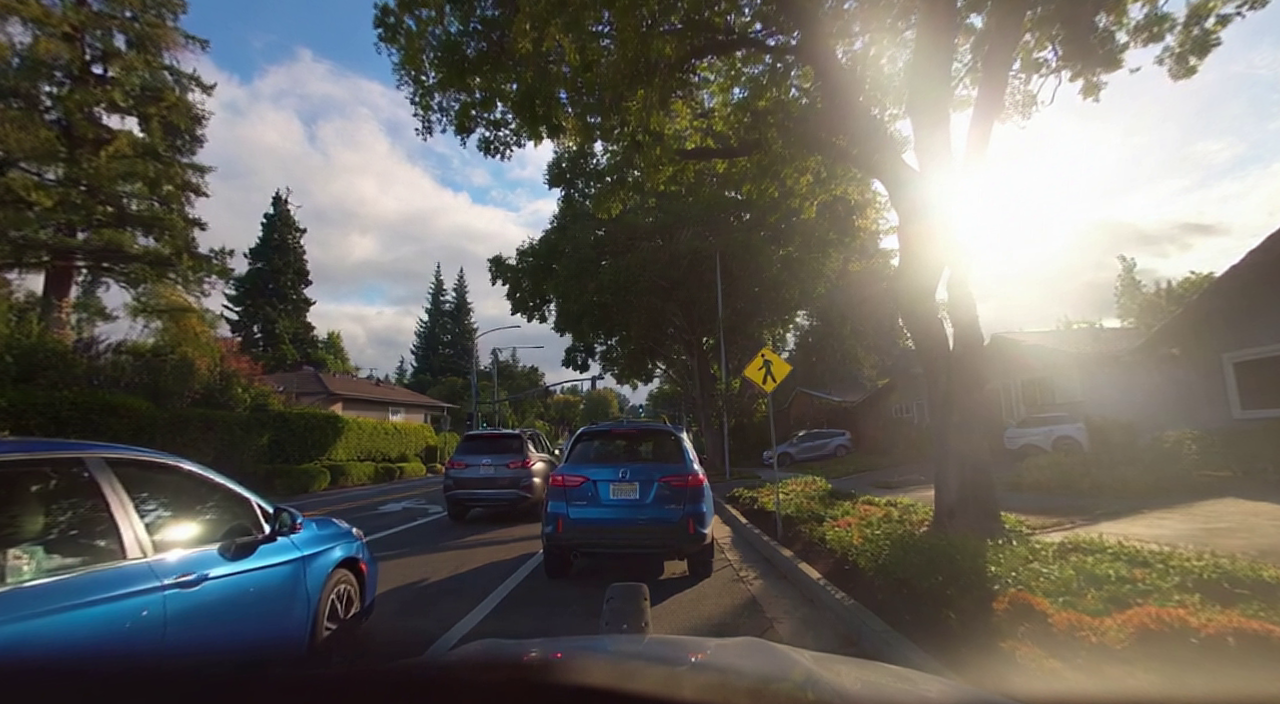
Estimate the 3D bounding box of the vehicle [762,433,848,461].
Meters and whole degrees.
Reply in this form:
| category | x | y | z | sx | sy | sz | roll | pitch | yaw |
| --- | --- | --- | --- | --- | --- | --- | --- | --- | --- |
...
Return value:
| category | x | y | z | sx | sy | sz | roll | pitch | yaw |
| --- | --- | --- | --- | --- | --- | --- | --- | --- | --- |
| vehicle | 9.314 | 5.434 | 35.915 | 4.456 | 1.504 | 1.914 | -1 | -9 | 6 |

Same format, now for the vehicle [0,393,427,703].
| category | x | y | z | sx | sy | sz | roll | pitch | yaw |
| --- | --- | --- | --- | --- | --- | --- | --- | --- | --- |
| vehicle | -2.870 | 1.042 | 3.027 | 1.968 | 1.472 | 4.685 | 0 | -9 | 1 |

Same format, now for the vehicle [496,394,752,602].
| category | x | y | z | sx | sy | sz | roll | pitch | yaw |
| --- | --- | --- | --- | --- | --- | --- | --- | --- | --- |
| vehicle | -0.135 | 1.509 | 7.279 | 2.120 | 1.718 | 3.909 | 0 | -9 | 0 |
